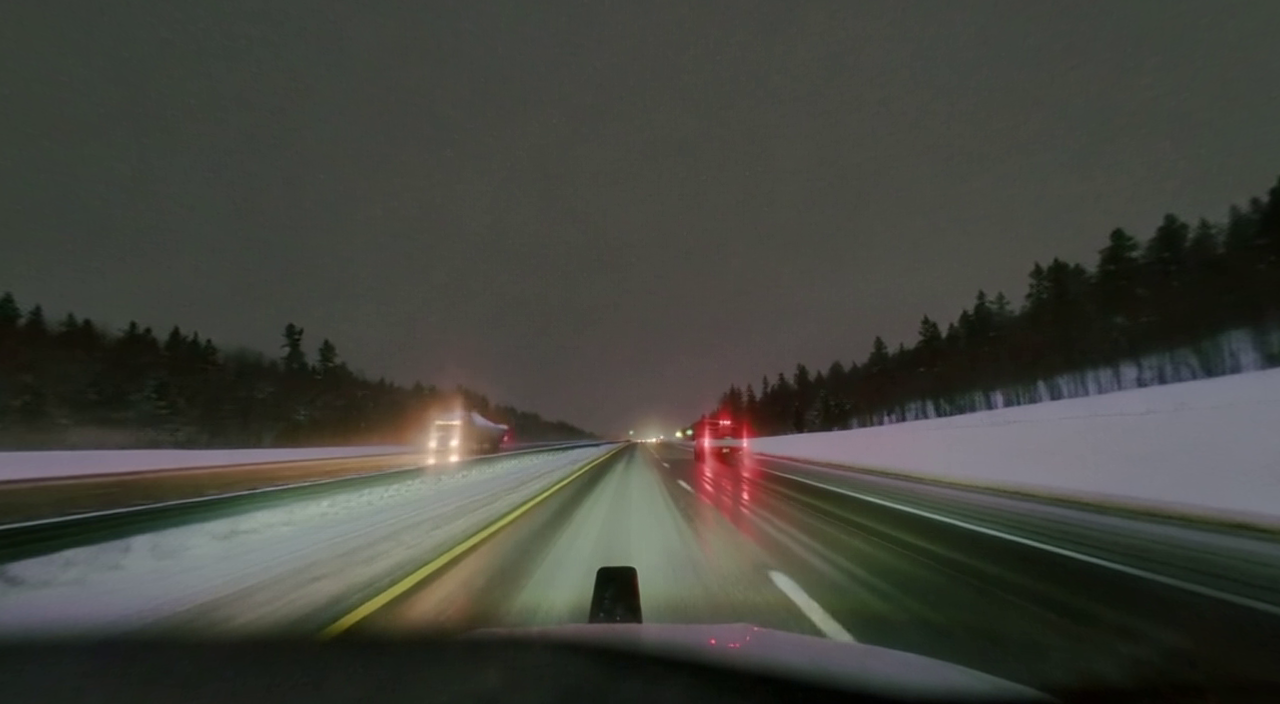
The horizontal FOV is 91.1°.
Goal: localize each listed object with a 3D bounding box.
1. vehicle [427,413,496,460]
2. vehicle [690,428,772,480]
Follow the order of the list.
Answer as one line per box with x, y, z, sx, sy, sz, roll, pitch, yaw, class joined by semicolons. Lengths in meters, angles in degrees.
-12.276;5.912;43.904;2.724;2.955;6.969;0;-8;1;vehicle
2.969;3.413;21.455;2.084;1.583;4.420;0;-8;-1;vehicle
